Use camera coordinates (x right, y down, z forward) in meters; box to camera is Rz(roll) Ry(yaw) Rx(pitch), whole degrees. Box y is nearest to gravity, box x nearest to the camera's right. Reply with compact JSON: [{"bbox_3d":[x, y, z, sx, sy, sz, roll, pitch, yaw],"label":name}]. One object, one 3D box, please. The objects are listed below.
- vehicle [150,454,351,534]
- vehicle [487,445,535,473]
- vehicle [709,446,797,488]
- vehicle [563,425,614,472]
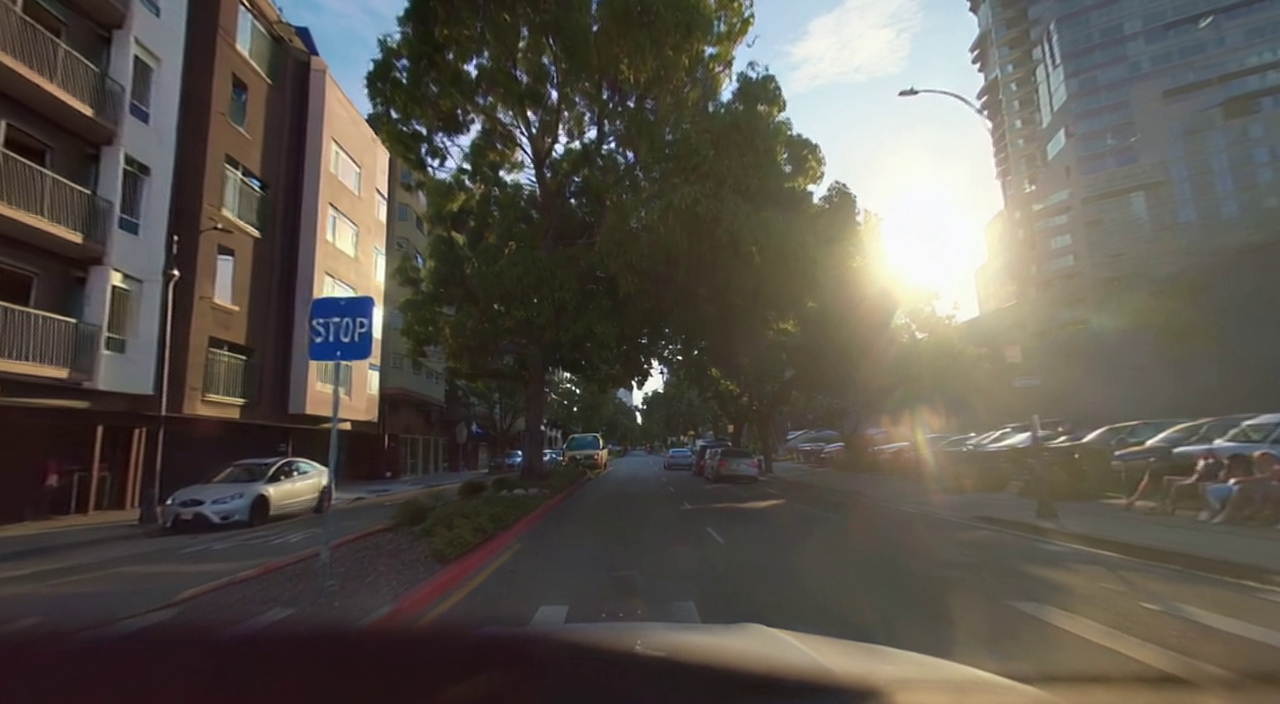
[{"bbox_3d":[-8.771,3.187,14.804,2.007,1.503,4.343,0,-8,-1],"label":"vehicle"},{"bbox_3d":[-8.853,7.371,43.763,2.256,1.802,4.333,0,-8,1],"label":"vehicle"},{"bbox_3d":[4.590,4.512,25.239,1.858,1.491,4.329,-6,-10,33],"label":"vehicle"},{"bbox_3d":[-2.983,5.841,38.463,2.317,2.596,6.053,0,-8,3],"label":"vehicle"}]
